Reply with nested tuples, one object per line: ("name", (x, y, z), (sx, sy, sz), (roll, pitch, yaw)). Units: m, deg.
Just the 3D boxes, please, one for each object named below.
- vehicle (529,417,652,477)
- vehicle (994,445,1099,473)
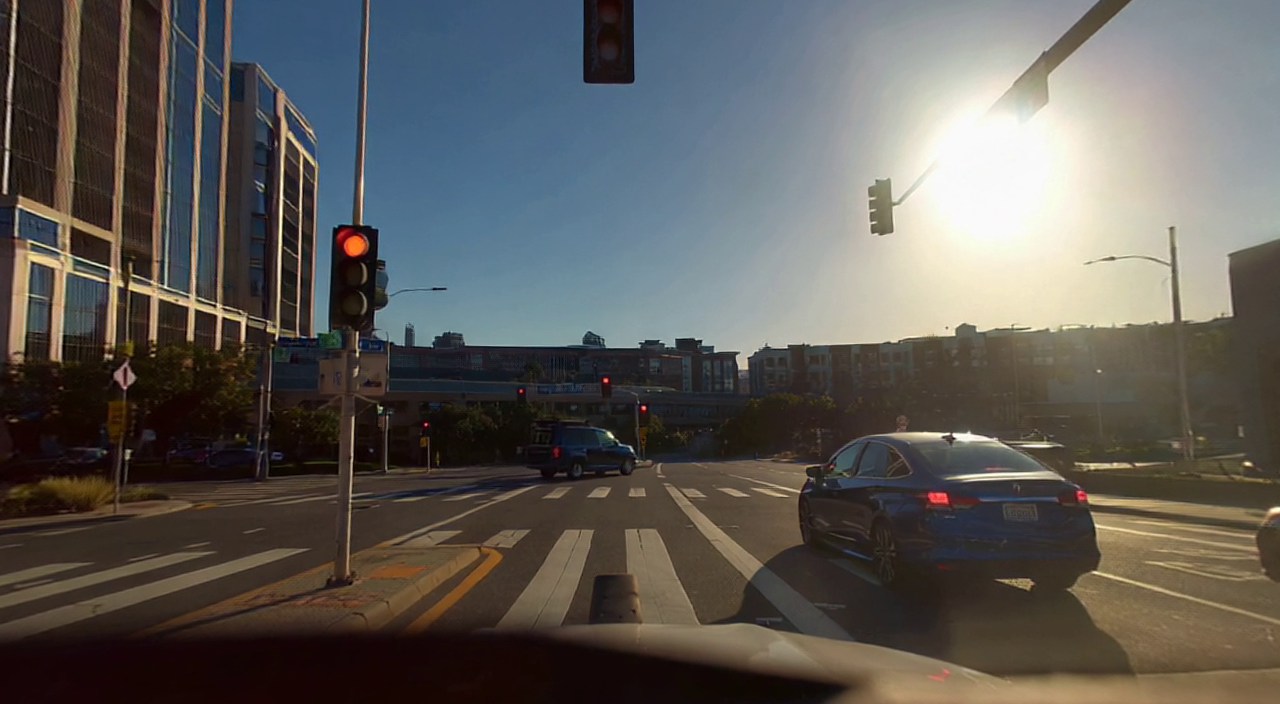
("vehicle", (-2.701, 5.485, 36.228), (2.678, 3.096, 7.088), (-9, -12, 43))
("vehicle", (23.763, 6.272, 36.729), (4.736, 1.542, 1.966), (0, -9, -2))
